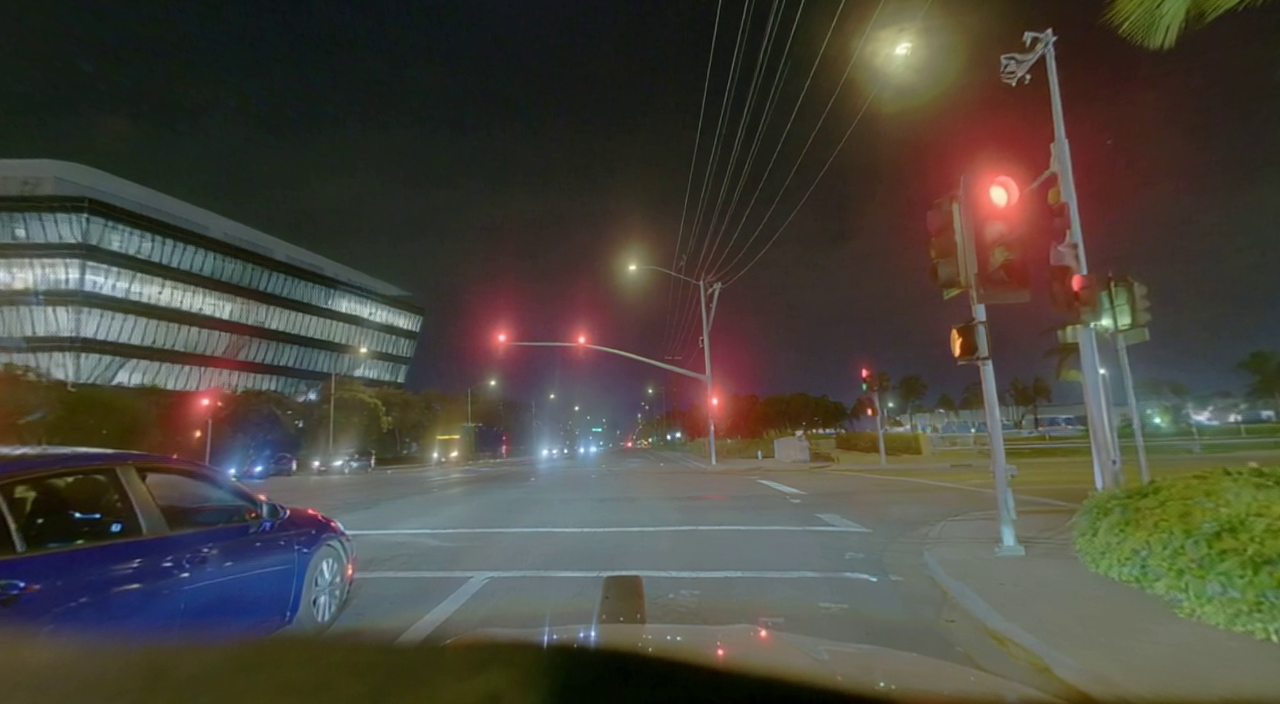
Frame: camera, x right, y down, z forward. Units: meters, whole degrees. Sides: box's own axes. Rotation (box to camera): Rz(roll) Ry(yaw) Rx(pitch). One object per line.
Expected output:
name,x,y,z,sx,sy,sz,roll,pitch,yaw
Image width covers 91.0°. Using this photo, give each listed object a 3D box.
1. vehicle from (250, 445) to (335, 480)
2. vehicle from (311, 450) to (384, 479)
vehicle,-19.097,6.068,34.878,2.017,1.739,4.569,0,-9,1
vehicle,-15.364,5.920,33.302,1.875,1.389,3.784,0,-9,3
